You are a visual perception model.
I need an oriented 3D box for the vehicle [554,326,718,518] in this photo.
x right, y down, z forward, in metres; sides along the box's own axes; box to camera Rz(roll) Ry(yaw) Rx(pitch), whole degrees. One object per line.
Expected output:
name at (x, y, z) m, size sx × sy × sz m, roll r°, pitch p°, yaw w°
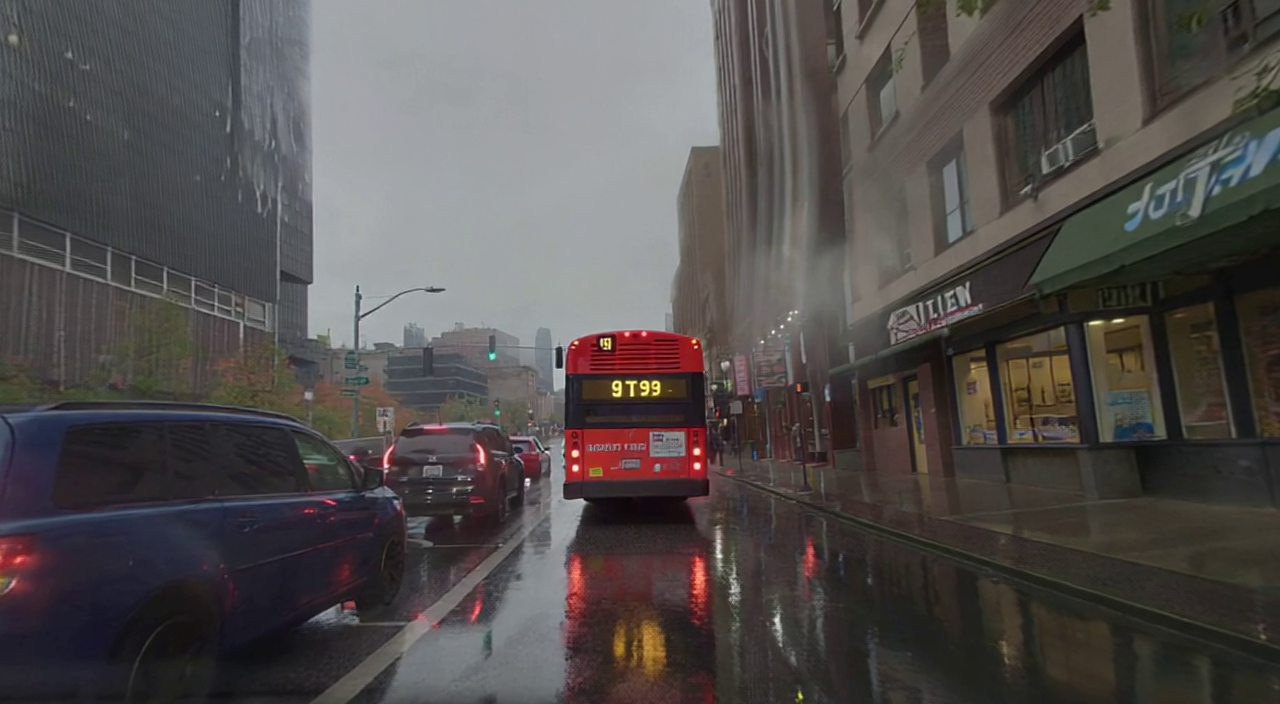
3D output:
vehicle at (-0.315, 1.987, 16.504) m, size 2.938 × 3.468 × 9.972 m, roll 0°, pitch -9°, yaw -3°

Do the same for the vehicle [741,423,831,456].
vehicle at (9.961, 6.050, 43.498) m, size 5.788 × 2.165 × 2.491 m, roll -2°, pitch -9°, yaw 10°

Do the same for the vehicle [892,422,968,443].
vehicle at (21.732, 6.052, 47.408) m, size 4.827 × 1.555 × 1.863 m, roll 1°, pitch -9°, yaw -7°

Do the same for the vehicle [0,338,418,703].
vehicle at (-3.217, 1.092, 3.979) m, size 2.020 × 1.725 × 4.384 m, roll 0°, pitch -8°, yaw 0°

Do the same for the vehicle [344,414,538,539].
vehicle at (-3.341, 2.199, 11.780) m, size 2.096 × 1.828 × 4.669 m, roll 0°, pitch -8°, yaw 0°
